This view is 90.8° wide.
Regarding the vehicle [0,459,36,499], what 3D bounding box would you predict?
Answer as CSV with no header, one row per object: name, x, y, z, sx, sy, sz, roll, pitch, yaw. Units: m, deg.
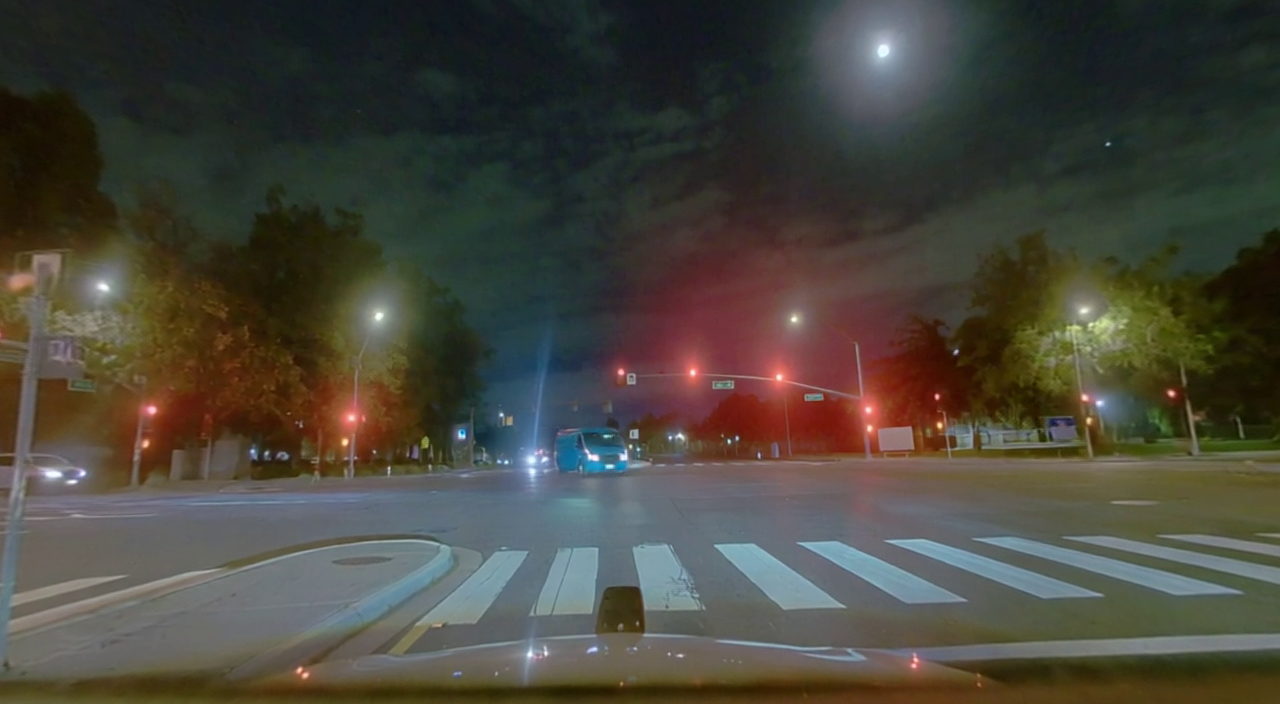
vehicle,-44.537,8.791,43.986,2.529,2.543,5.861,6,-10,-35

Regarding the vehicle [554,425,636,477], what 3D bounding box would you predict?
vehicle,-2.434,5.046,32.512,2.465,2.404,5.791,3,-9,-23
